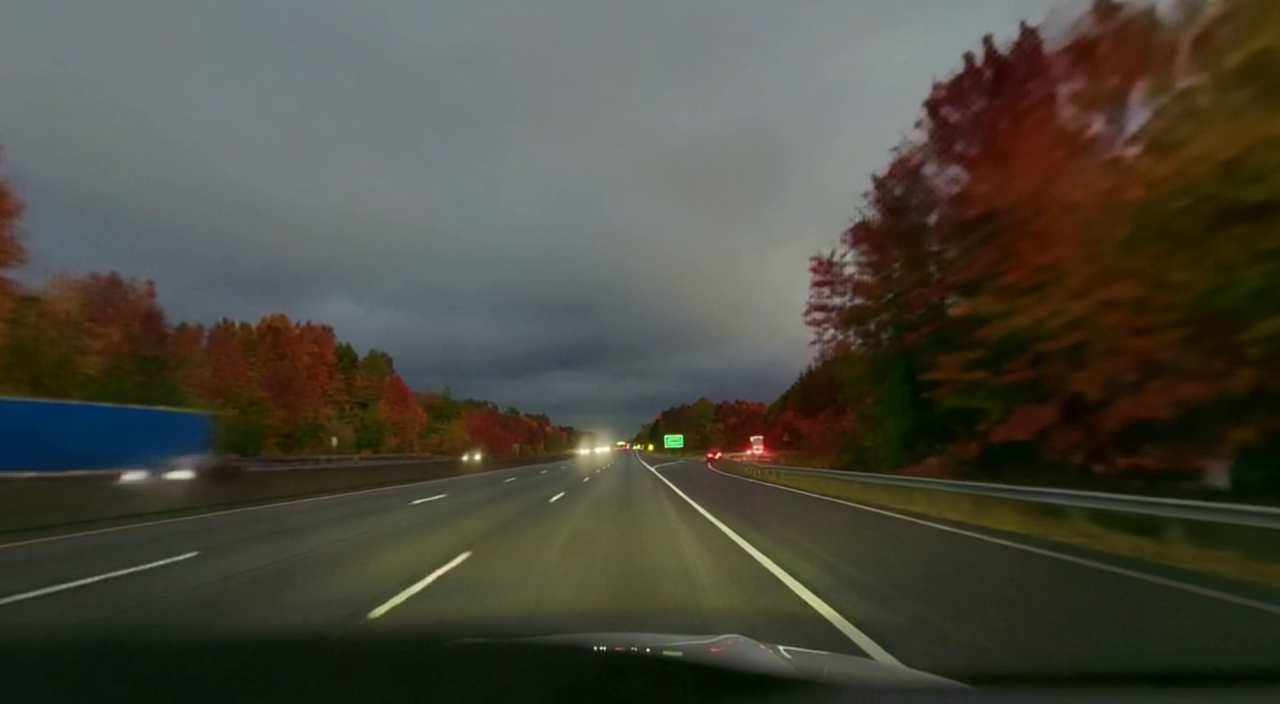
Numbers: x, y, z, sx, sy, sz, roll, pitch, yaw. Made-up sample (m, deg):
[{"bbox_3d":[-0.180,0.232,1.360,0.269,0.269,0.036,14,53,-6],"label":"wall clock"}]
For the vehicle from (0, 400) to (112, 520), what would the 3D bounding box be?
[{"bbox_3d":[-20.797,3.069,17.615,2.960,3.582,10.273,0,-9,-1],"label":"vehicle"}]

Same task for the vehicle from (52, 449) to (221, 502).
[{"bbox_3d":[-16.093,3.932,20.398,1.902,1.480,4.328,0,-9,0],"label":"vehicle"}]
